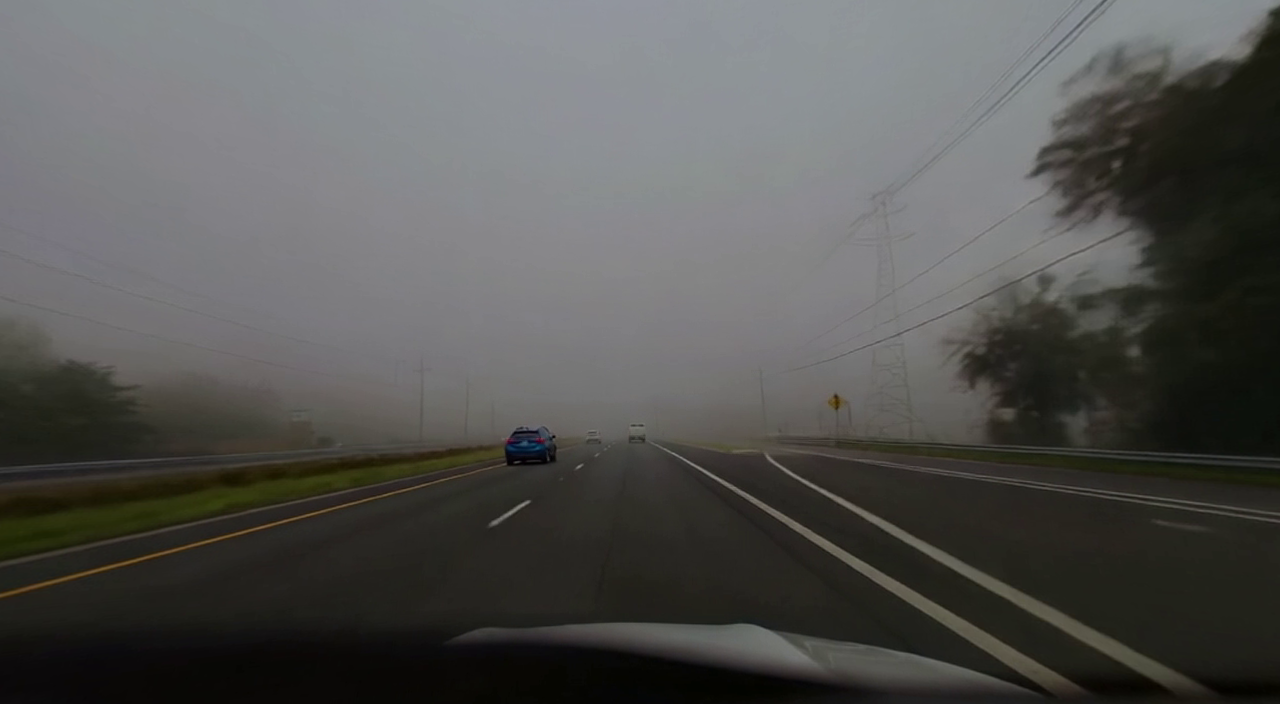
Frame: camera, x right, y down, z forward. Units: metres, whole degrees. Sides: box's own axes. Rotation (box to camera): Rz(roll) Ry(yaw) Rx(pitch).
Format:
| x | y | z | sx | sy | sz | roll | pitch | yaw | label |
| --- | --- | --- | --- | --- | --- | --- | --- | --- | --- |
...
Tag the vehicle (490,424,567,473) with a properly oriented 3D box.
| x | y | z | sx | sy | sz | roll | pitch | yaw | label |
| --- | --- | --- | --- | --- | --- | --- | --- | --- | --- |
| -3.927 | 3.456 | 22.804 | 2.023 | 1.580 | 4.259 | 0 | -8 | 0 | vehicle |
